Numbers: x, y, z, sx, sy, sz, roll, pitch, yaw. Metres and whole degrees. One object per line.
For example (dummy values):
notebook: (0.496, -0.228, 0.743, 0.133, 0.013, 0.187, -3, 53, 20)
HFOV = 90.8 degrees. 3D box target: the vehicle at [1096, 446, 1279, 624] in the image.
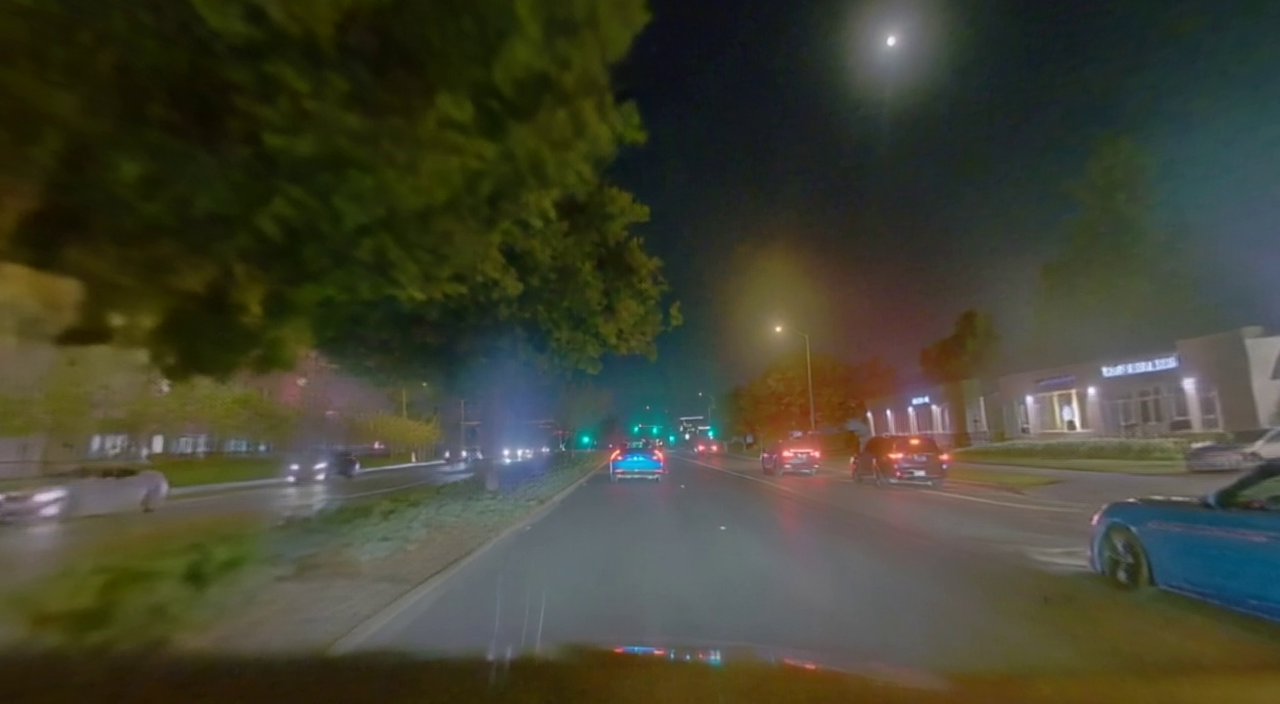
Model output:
vehicle: (5.865, 1.299, 4.300, 2.258, 1.294, 4.312, 0, -9, -1)

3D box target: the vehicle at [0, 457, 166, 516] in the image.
vehicle: (-17.000, 3.925, 18.950, 1.929, 1.460, 4.668, 0, -9, 0)

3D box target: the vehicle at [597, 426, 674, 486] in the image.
vehicle: (-0.158, 3.390, 20.820, 2.266, 1.762, 4.131, 0, -8, -1)

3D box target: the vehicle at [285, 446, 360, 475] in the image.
vehicle: (-19.245, 6.592, 38.574, 1.982, 1.633, 4.620, -1, -9, 3)

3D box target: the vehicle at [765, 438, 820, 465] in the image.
vehicle: (9.023, 5.940, 37.724, 2.045, 1.484, 4.342, 0, -9, -2)

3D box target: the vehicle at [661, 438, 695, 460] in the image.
vehicle: (2.696, 6.932, 45.322, 2.078, 1.471, 4.142, 0, -9, -2)
